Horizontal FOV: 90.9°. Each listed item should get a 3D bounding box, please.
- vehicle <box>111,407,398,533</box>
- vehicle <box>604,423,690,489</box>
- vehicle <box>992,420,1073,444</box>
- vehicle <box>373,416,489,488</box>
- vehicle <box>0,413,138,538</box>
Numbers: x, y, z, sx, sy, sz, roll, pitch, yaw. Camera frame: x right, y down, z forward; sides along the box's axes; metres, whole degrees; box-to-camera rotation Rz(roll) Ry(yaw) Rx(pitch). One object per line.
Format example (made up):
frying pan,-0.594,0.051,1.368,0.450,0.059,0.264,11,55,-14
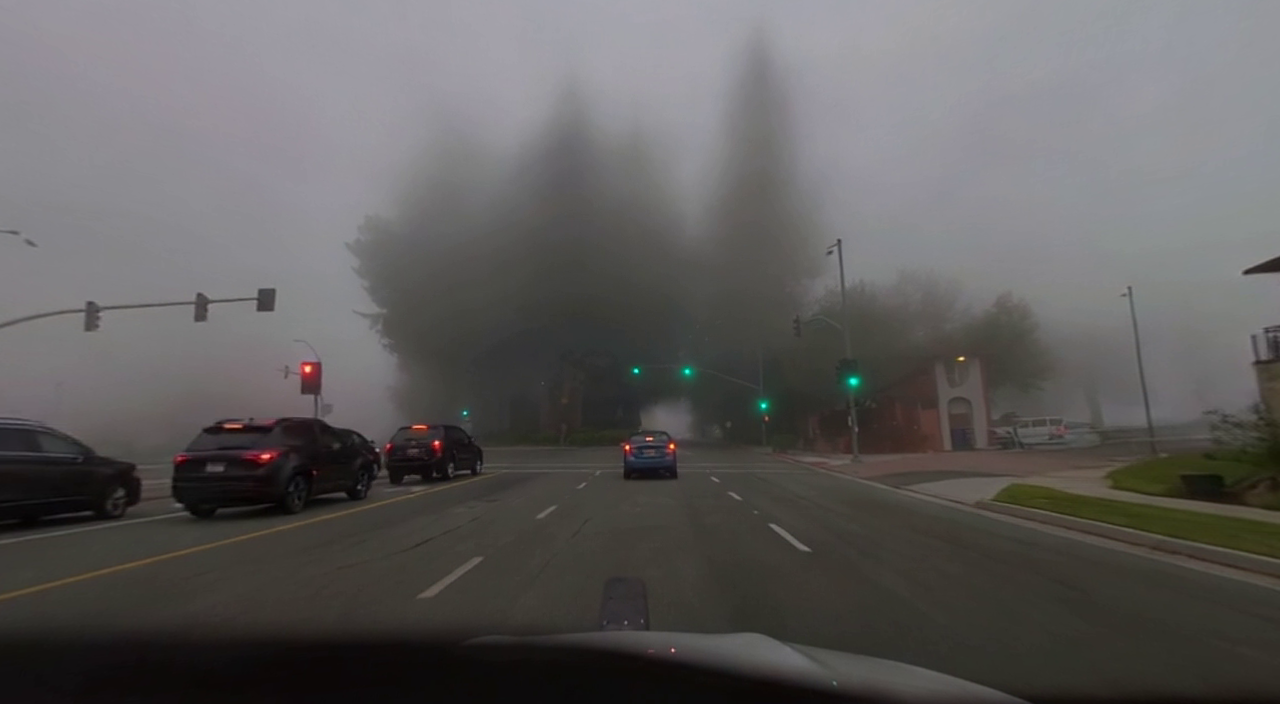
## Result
vehicle,-6.737,2.113,11.935,2.111,1.864,4.932,0,-8,3
vehicle,0.245,2.925,17.994,2.197,1.682,3.642,0,-8,2
vehicle,25.835,5.301,41.660,1.514,1.408,4.232,-1,-6,-28
vehicle,-6.594,3.237,20.655,2.316,2.014,5.215,-1,-8,-3
vehicle,-10.377,1.824,9.371,2.051,1.801,4.370,0,-8,2
